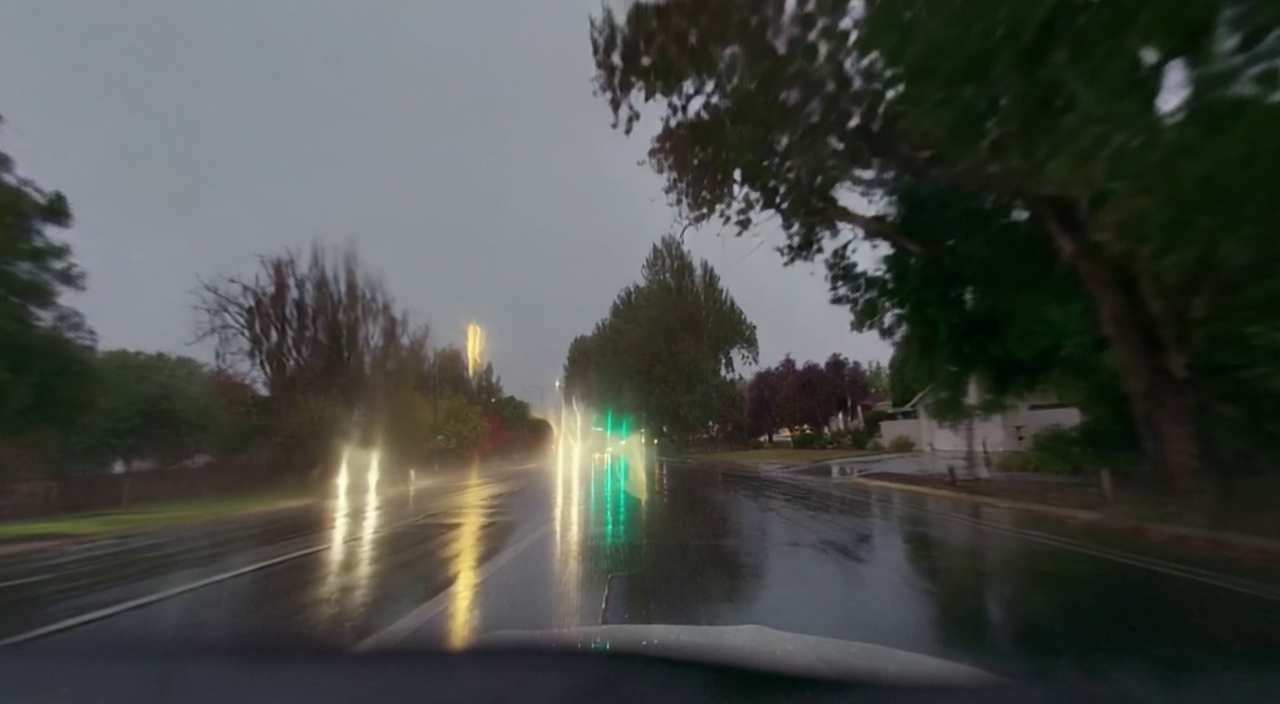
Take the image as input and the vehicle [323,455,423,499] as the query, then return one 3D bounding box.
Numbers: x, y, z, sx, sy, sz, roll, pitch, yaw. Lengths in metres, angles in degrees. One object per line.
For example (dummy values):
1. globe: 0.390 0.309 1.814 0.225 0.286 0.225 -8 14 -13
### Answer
1. vehicle: -12.003 5.635 28.845 2.066 1.681 5.292 -1 -8 3
